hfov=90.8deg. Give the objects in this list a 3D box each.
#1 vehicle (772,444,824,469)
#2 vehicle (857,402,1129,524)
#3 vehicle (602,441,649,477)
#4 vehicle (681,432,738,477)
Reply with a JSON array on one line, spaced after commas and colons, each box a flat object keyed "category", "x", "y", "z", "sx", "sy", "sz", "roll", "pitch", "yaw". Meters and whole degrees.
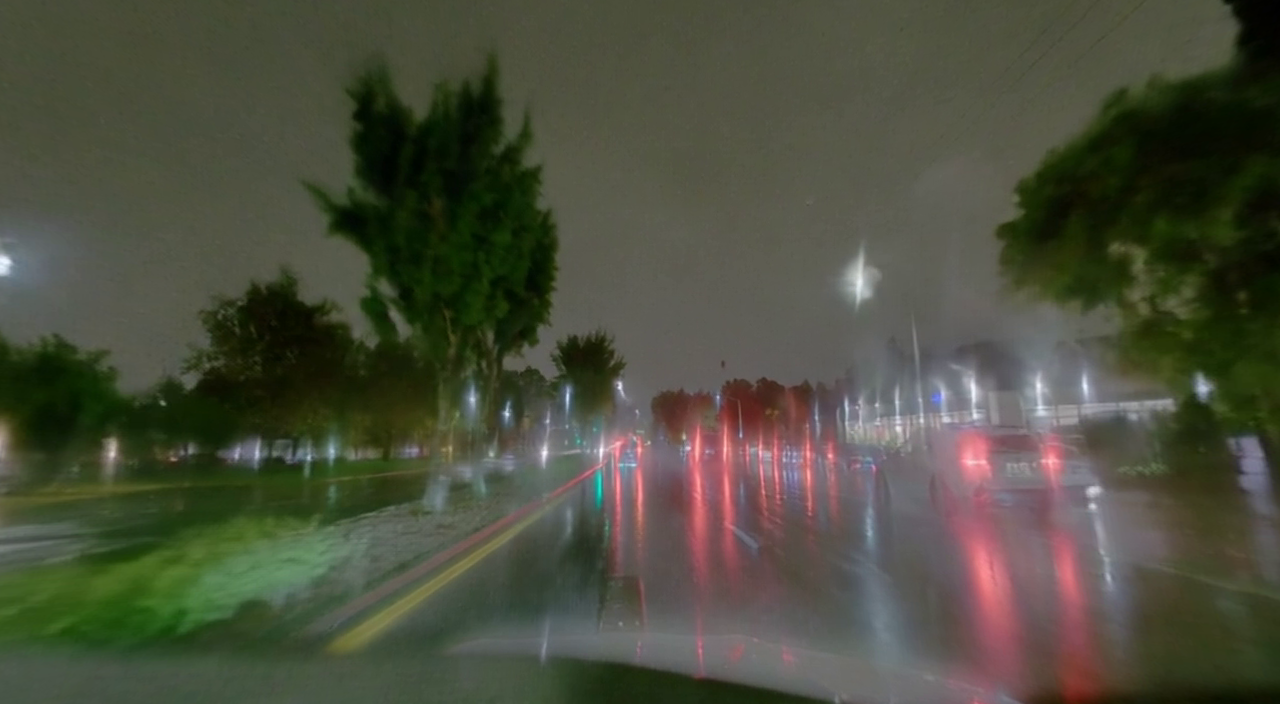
[{"category": "vehicle", "x": 9.993, "y": 6.627, "z": 40.362, "sx": 1.898, "sy": 1.475, "sz": 4.860, "roll": 0, "pitch": -8, "yaw": -2}, {"category": "vehicle", "x": 6.617, "y": 2.193, "z": 12.984, "sx": 2.240, "sy": 1.923, "sz": 5.678, "roll": 0, "pitch": -8, "yaw": -1}, {"category": "vehicle", "x": -0.673, "y": 4.922, "z": 29.275, "sx": 2.037, "sy": 1.568, "sz": 3.693, "roll": 0, "pitch": -8, "yaw": -1}, {"category": "vehicle", "x": 3.027, "y": 4.598, "z": 28.461, "sx": 1.955, "sy": 1.845, "sz": 4.538, "roll": 0, "pitch": -8, "yaw": -1}]
